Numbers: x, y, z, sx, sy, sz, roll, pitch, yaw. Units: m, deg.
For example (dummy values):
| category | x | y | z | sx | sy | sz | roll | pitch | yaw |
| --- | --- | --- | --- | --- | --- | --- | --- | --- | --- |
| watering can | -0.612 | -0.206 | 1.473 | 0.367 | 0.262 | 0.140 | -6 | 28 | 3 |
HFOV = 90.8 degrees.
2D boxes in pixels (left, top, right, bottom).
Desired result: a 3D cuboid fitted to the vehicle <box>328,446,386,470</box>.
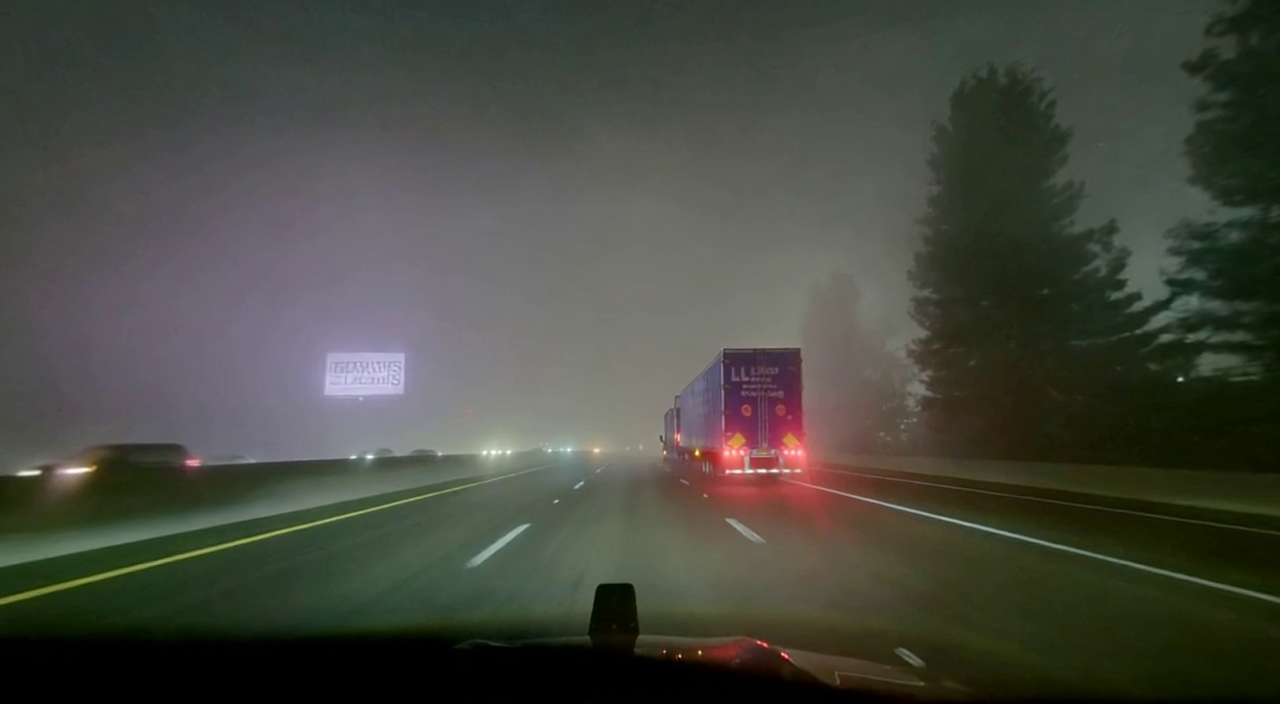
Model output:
| category | x | y | z | sx | sy | sz | roll | pitch | yaw |
| --- | --- | --- | --- | --- | --- | --- | --- | --- | --- |
| vehicle | -18.692 | 6.998 | 41.941 | 1.957 | 1.484 | 4.188 | 0 | -9 | -2 |

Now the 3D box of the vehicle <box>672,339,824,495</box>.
| category | x | y | z | sx | sy | sz | roll | pitch | yaw |
| --- | --- | --- | --- | --- | --- | --- | --- | --- | --- |
| vehicle | 3.424 | 3.063 | 26.265 | 2.891 | 4.387 | 17.121 | 0 | -9 | -2 |

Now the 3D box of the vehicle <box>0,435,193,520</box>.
| category | x | y | z | sx | sy | sz | roll | pitch | yaw |
| --- | --- | --- | --- | --- | --- | --- | --- | --- | --- |
| vehicle | -10.189 | 2.248 | 11.700 | 1.525 | 1.342 | 3.168 | 0 | -9 | -2 |

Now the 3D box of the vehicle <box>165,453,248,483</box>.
| category | x | y | z | sx | sy | sz | roll | pitch | yaw |
| --- | --- | --- | --- | --- | --- | --- | --- | --- | --- |
| vehicle | -22.149 | 5.917 | 32.455 | 1.761 | 1.356 | 3.623 | 0 | -9 | -3 |
